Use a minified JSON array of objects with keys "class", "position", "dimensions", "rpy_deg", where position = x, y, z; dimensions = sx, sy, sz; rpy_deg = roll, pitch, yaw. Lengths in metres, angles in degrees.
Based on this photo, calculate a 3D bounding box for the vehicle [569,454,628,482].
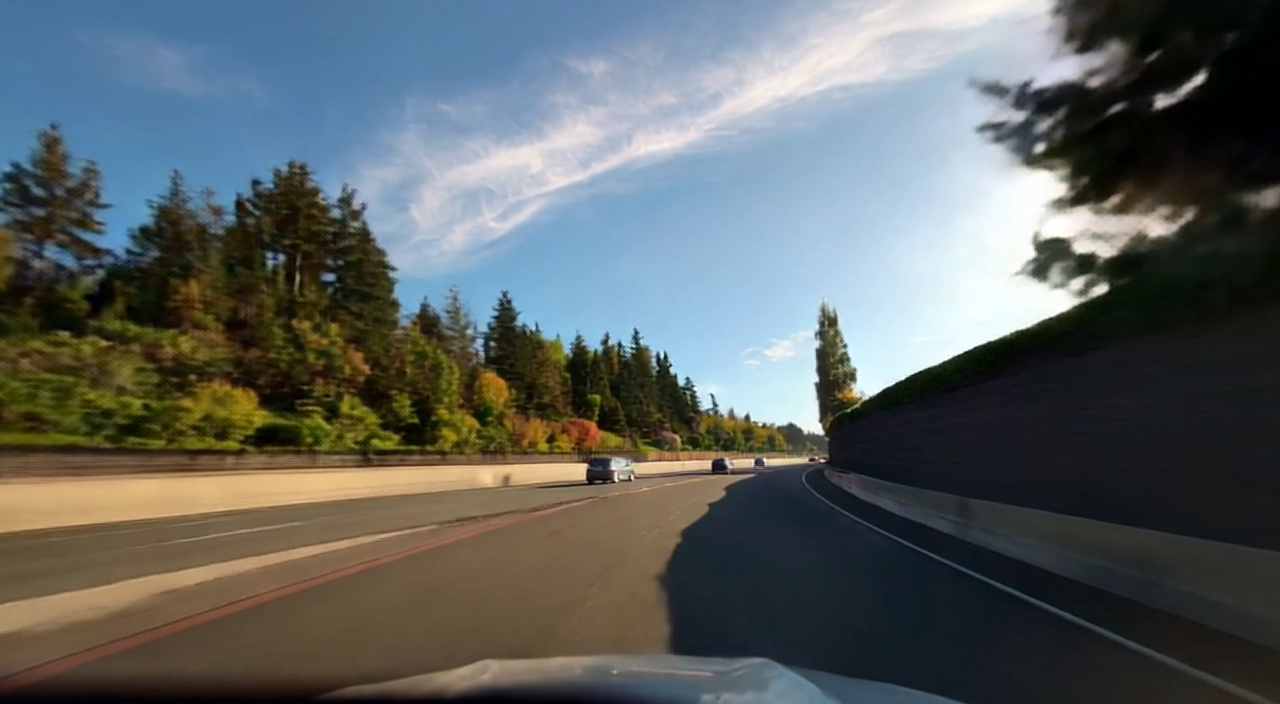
[{"class":"vehicle","position":[-2.268,6.610,36.253],"dimensions":[1.699,1.461,4.924],"rpy_deg":[-3,-9,17]}]
